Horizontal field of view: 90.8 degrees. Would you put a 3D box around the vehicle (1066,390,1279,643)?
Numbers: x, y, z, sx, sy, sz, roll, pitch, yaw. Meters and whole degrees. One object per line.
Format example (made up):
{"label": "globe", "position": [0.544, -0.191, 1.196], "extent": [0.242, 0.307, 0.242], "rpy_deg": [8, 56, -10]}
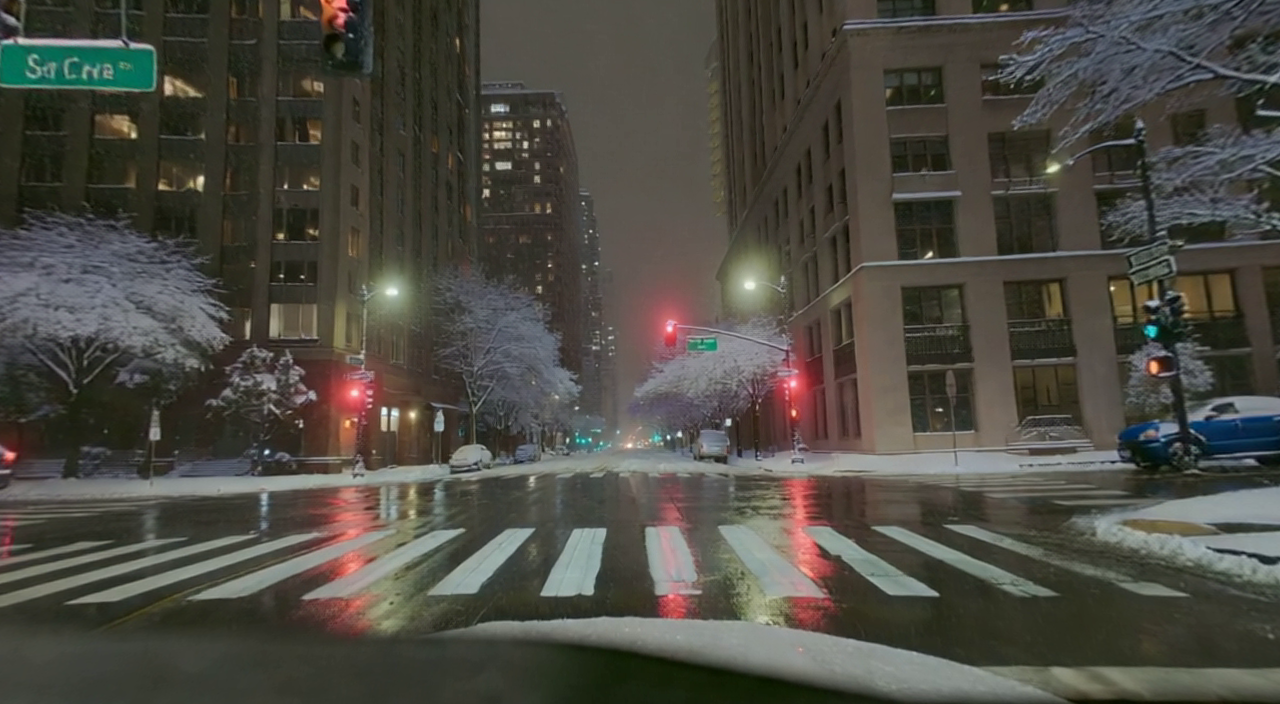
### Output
{"label": "vehicle", "position": [5.660, 1.137, 4.248], "extent": [2.070, 1.804, 4.881], "rpy_deg": [0, -8, -1]}

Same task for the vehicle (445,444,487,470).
{"label": "vehicle", "position": [-12.438, 7.504, 45.376], "extent": [1.935, 1.639, 4.244], "rpy_deg": [-3, -8, -2]}
